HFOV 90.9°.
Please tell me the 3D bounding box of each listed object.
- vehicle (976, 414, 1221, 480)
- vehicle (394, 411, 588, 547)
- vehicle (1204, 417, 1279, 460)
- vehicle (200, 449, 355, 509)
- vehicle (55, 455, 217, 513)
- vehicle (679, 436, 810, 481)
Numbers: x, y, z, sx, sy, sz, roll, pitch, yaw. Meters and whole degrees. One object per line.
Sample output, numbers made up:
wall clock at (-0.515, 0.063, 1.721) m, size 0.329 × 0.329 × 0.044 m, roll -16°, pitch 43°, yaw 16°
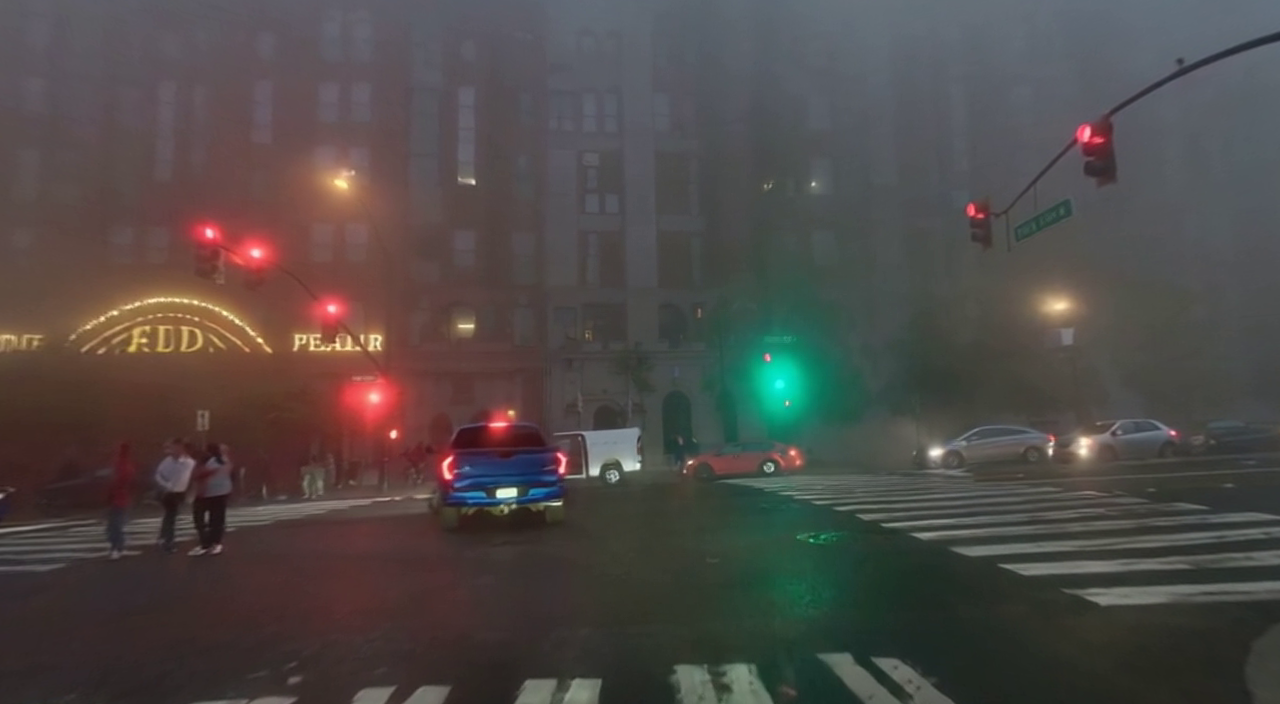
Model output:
vehicle at (11.172, 2.344, 15.600) m, size 4.600 × 1.506 × 1.878 m, roll 0°, pitch -8°, yaw -2°
vehicle at (-3.232, 2.346, 12.522) m, size 2.477 × 2.020 × 5.534 m, roll 4°, pitch -9°, yaw -26°
vehicle at (25.306, 3.460, 25.167) m, size 3.662 × 1.666 × 1.937 m, roll 0°, pitch -8°, yaw -1°
vehicle at (-13.871, 4.869, 24.340) m, size 4.799 × 1.909 × 2.011 m, roll -3°, pitch -7°, yaw 2°
vehicle at (-19.259, 5.037, 24.253) m, size 4.398 × 2.057 × 1.959 m, roll 0°, pitch -8°, yaw -2°
vehicle at (3.724, 3.898, 23.182) m, size 4.515 × 1.583 × 1.920 m, roll 0°, pitch -8°, yaw 2°
